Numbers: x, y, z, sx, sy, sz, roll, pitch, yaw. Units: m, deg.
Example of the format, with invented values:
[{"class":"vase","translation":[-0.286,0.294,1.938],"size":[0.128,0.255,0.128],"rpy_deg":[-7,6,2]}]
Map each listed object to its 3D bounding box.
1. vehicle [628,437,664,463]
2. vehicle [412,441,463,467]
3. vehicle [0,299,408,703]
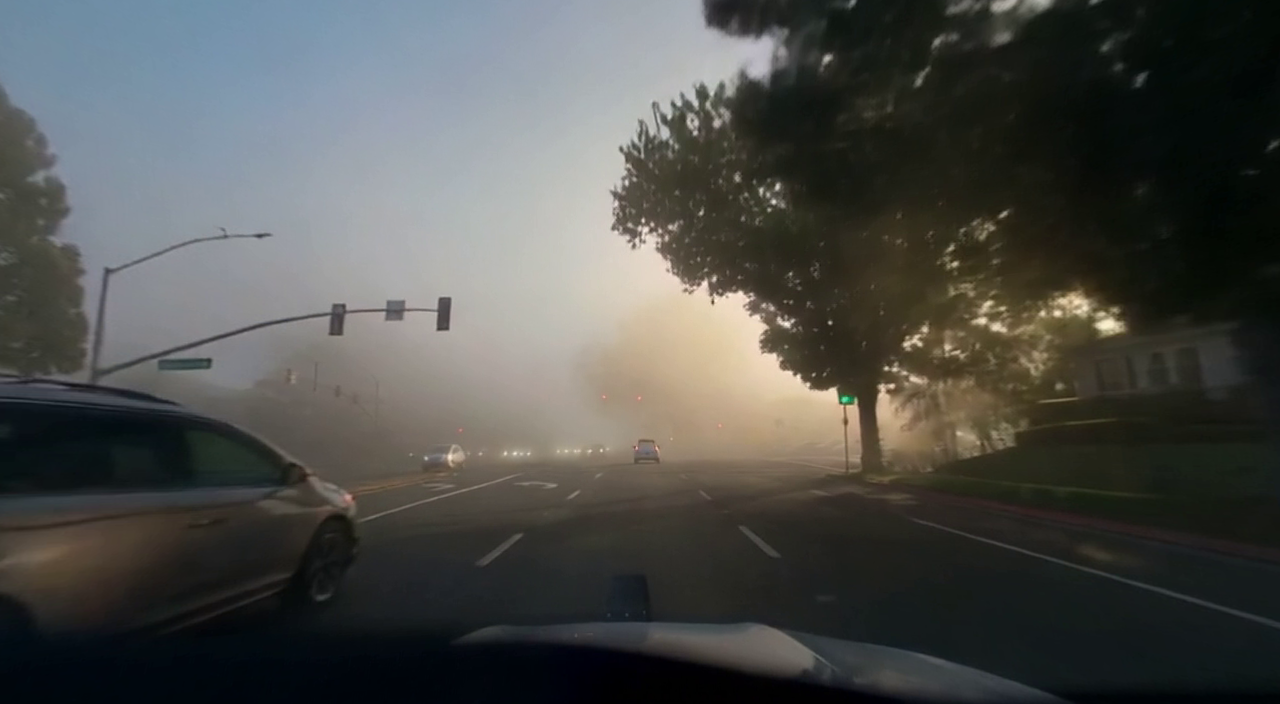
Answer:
[{"class":"vehicle","translation":[0.341,6.981,45.026],"size":[2.437,1.737,4.420],"rpy_deg":[0,-8,-1]},{"class":"vehicle","translation":[-14.773,7.457,46.241],"size":[2.138,1.761,4.611],"rpy_deg":[0,-8,1]},{"class":"vehicle","translation":[-3.527,0.891,3.347],"size":[2.459,1.825,5.380],"rpy_deg":[0,-8,1]}]
